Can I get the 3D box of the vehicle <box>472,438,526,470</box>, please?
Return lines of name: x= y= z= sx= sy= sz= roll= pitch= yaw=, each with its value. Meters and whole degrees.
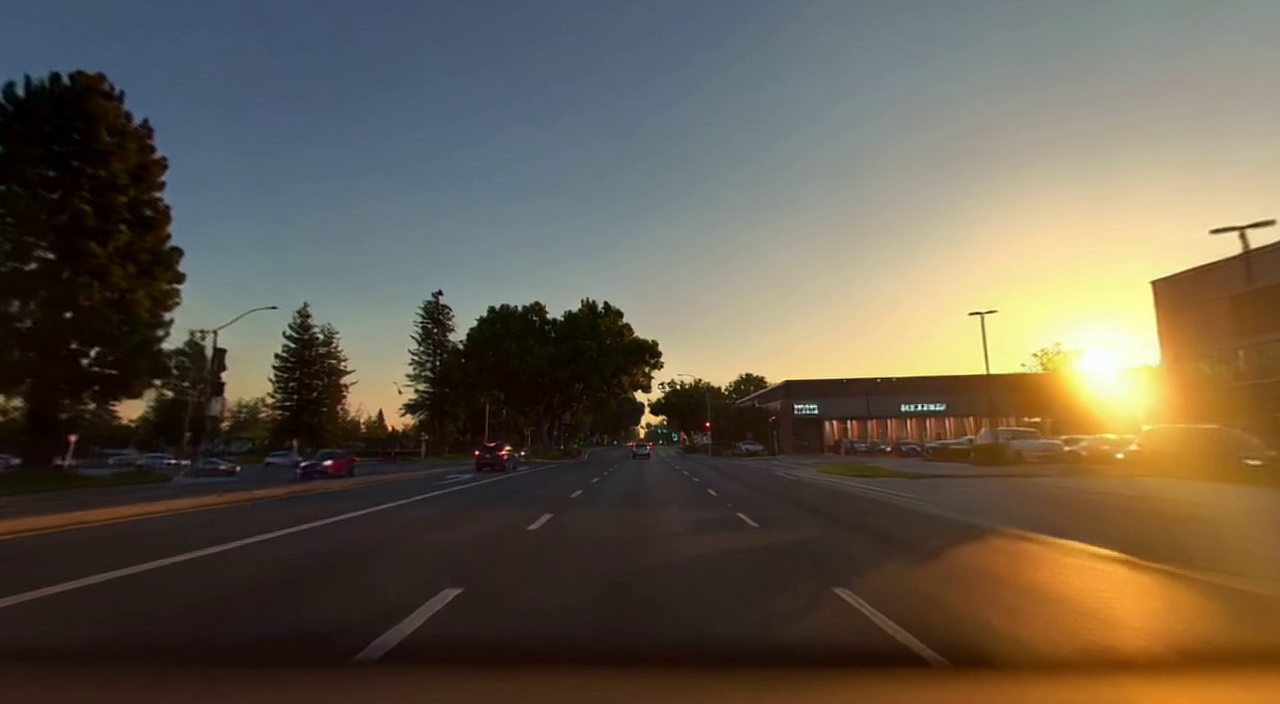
vehicle: x=-7.865 y=5.710 z=35.588 sx=2.231 sy=1.650 sz=5.052 roll=0 pitch=-8 yaw=-4

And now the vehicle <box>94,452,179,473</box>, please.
vehicle: x=-36.883 y=8.117 z=46.234 sx=4.461 sy=1.443 sz=1.901 roll=0 pitch=-9 yaw=-3

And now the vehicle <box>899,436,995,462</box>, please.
vehicle: x=16.853 y=5.337 z=34.824 sx=1.796 sy=1.351 sz=4.358 roll=6 pitch=-10 yaw=-36

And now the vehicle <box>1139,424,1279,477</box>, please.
vehicle: x=17.804 y=2.877 z=18.532 sx=4.571 sy=1.466 sz=1.934 roll=0 pitch=-8 yaw=-1

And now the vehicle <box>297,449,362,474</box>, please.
vehicle: x=-20.144 y=7.129 z=41.157 sx=1.942 sy=1.483 sz=4.597 roll=0 pitch=-8 yaw=0

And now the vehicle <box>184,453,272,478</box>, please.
vehicle: x=-27.219 y=7.472 z=41.672 sx=4.805 sy=1.537 sz=1.936 roll=-2 pitch=-9 yaw=11

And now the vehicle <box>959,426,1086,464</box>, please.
vehicle: x=17.442 y=4.267 z=28.910 sx=4.498 sy=1.671 sz=1.887 roll=-1 pitch=-8 yaw=3
